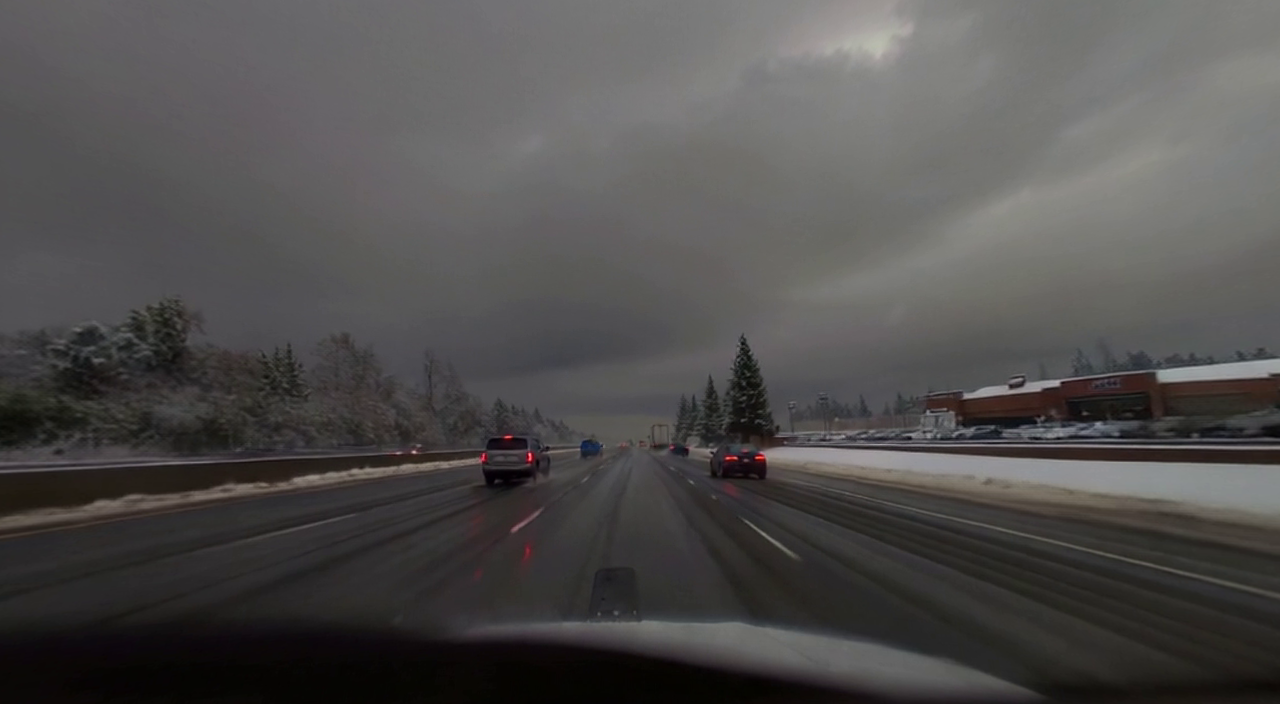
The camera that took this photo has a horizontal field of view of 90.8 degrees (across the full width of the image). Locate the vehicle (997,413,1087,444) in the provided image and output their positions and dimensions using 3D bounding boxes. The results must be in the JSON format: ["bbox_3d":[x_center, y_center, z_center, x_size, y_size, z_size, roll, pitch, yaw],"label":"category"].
[{"bbox_3d":[27.528,5.362,43.569,2.235,1.862,5.983,-1,-9,0],"label":"vehicle"}]

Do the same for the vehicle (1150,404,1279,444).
[{"bbox_3d":[32.569,4.164,36.010,2.264,1.993,5.565,-1,-9,0],"label":"vehicle"}]

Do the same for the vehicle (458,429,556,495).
[{"bbox_3d":[-3.898,3.321,19.399,1.987,1.765,4.508,0,-8,0],"label":"vehicle"}]

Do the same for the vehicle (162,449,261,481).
[{"bbox_3d":[-21.300,5.618,31.659,1.902,1.434,4.351,0,-8,0],"label":"vehicle"}]

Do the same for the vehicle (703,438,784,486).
[{"bbox_3d":[3.568,3.872,22.641,1.957,1.510,4.643,0,-8,-2],"label":"vehicle"}]

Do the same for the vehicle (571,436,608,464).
[{"bbox_3d":[-3.782,7.458,48.186,2.410,1.981,5.355,0,-8,0],"label":"vehicle"}]

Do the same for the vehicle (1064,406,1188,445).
[{"bbox_3d":[27.635,4.299,36.300,2.098,1.922,6.223,-1,-9,-1],"label":"vehicle"}]
